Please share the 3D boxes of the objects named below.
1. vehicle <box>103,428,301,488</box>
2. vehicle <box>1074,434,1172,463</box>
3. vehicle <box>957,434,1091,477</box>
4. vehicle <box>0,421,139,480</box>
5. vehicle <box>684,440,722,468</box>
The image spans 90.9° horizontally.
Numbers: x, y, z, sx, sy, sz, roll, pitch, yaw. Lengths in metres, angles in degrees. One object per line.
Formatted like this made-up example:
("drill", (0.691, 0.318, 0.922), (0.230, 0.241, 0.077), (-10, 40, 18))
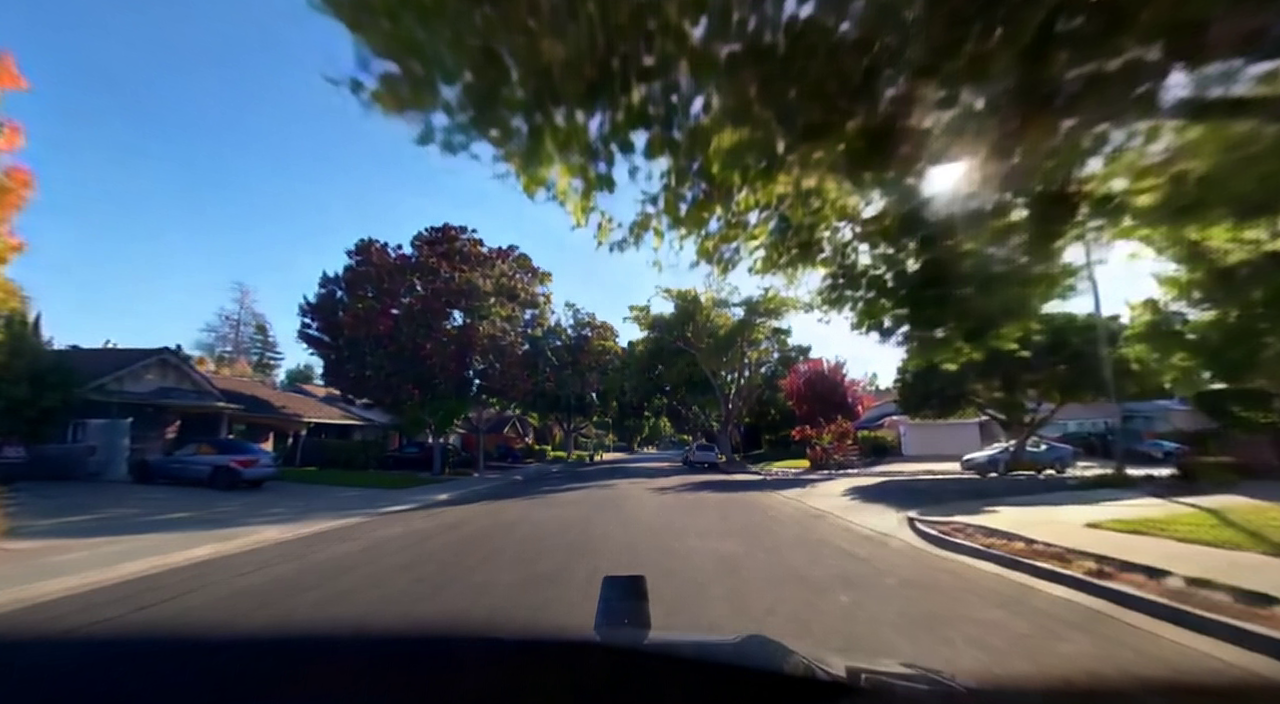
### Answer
("vehicle", (-13.198, 3.213, 19.232), (4.543, 1.691, 1.957), (0, -8, 0))
("vehicle", (27.868, 5.586, 36.619), (2.009, 1.538, 4.676), (0, -8, 0))
("vehicle", (17.648, 4.786, 29.197), (4.681, 1.810, 2.249), (-2, -8, 5))
("vehicle", (-18.488, 3.000, 19.309), (4.530, 1.678, 1.994), (0, -8, 2))
("vehicle", (4.193, 6.855, 42.638), (2.046, 1.760, 4.570), (0, -8, -1))
